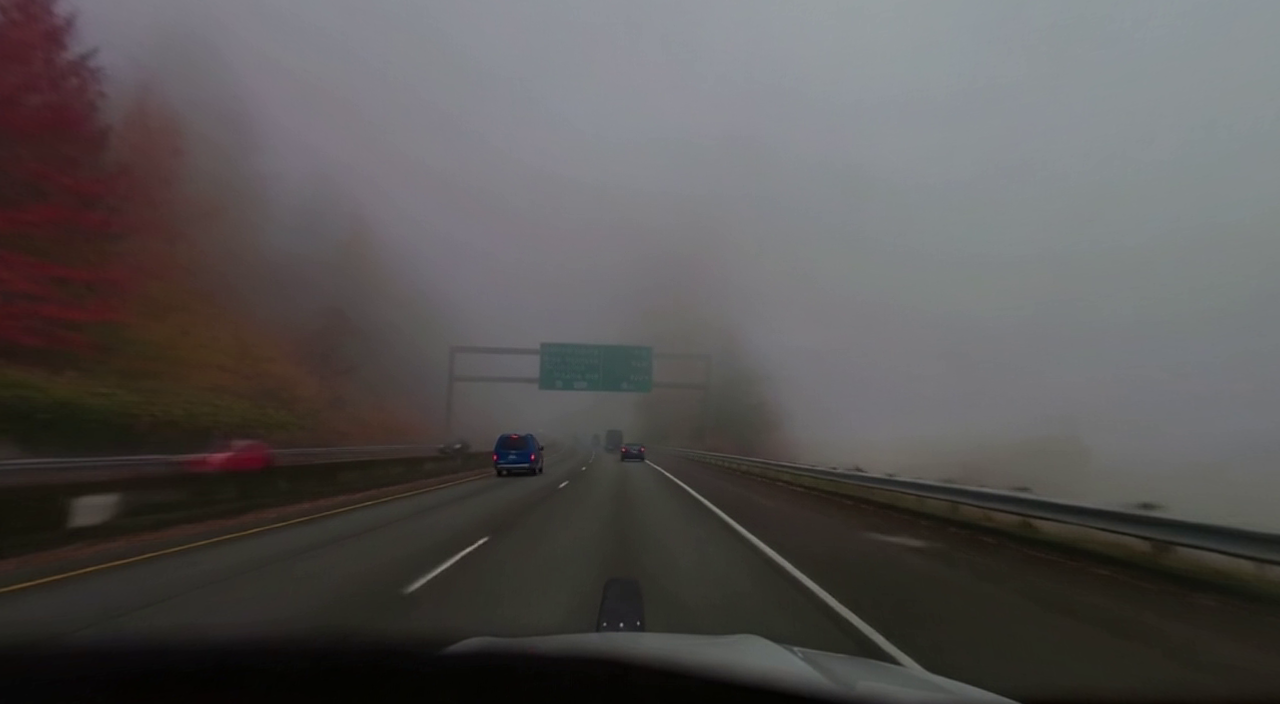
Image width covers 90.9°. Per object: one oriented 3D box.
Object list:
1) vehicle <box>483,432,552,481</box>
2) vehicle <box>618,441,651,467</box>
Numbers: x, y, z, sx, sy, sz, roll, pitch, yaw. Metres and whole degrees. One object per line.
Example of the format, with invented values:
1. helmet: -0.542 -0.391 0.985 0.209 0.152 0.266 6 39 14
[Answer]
1. vehicle: -4.710 4.064 24.752 1.924 1.720 4.195 0 -8 -1
2. vehicle: -0.394 6.255 38.862 1.939 1.497 3.863 0 -8 -1
